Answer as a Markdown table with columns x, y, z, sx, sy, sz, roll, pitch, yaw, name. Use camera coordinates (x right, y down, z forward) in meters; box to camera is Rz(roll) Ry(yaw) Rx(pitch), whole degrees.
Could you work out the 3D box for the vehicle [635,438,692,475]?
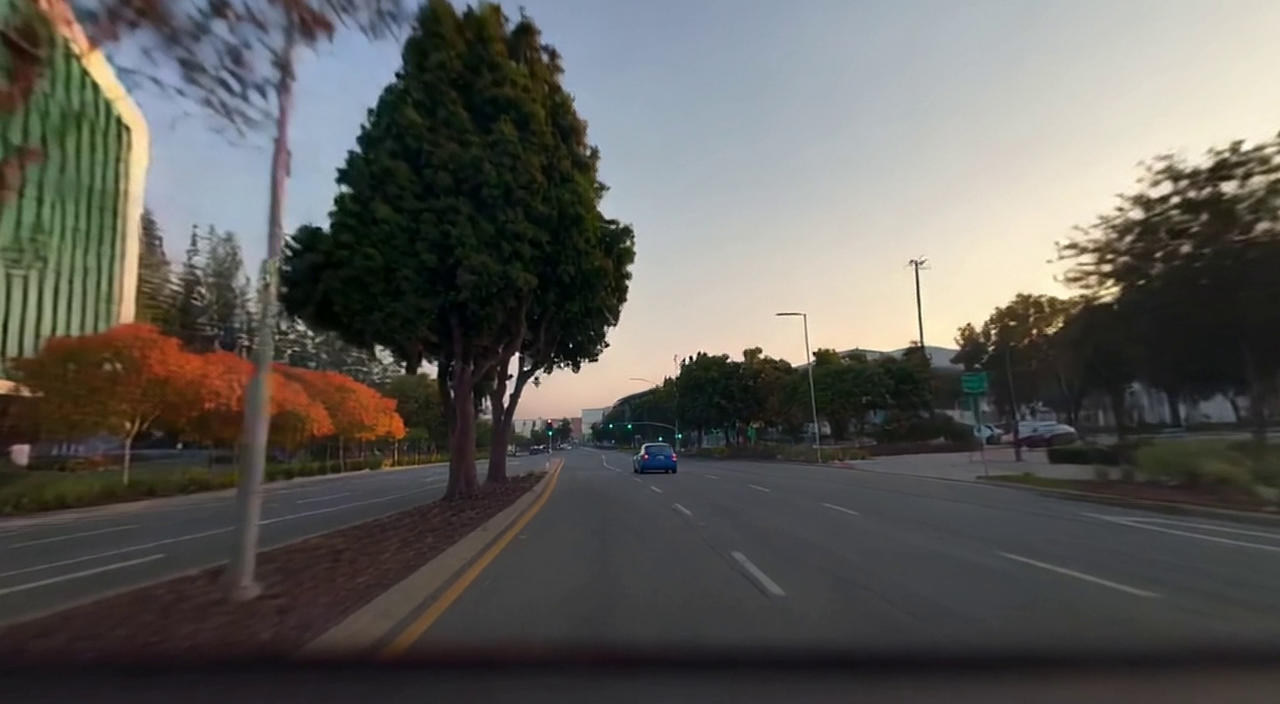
| x | y | z | sx | sy | sz | roll | pitch | yaw | name |
| --- | --- | --- | --- | --- | --- | --- | --- | --- | --- |
| 1.027 | 5.034 | 30.757 | 2.165 | 1.633 | 4.381 | 0 | -8 | -6 | vehicle |
